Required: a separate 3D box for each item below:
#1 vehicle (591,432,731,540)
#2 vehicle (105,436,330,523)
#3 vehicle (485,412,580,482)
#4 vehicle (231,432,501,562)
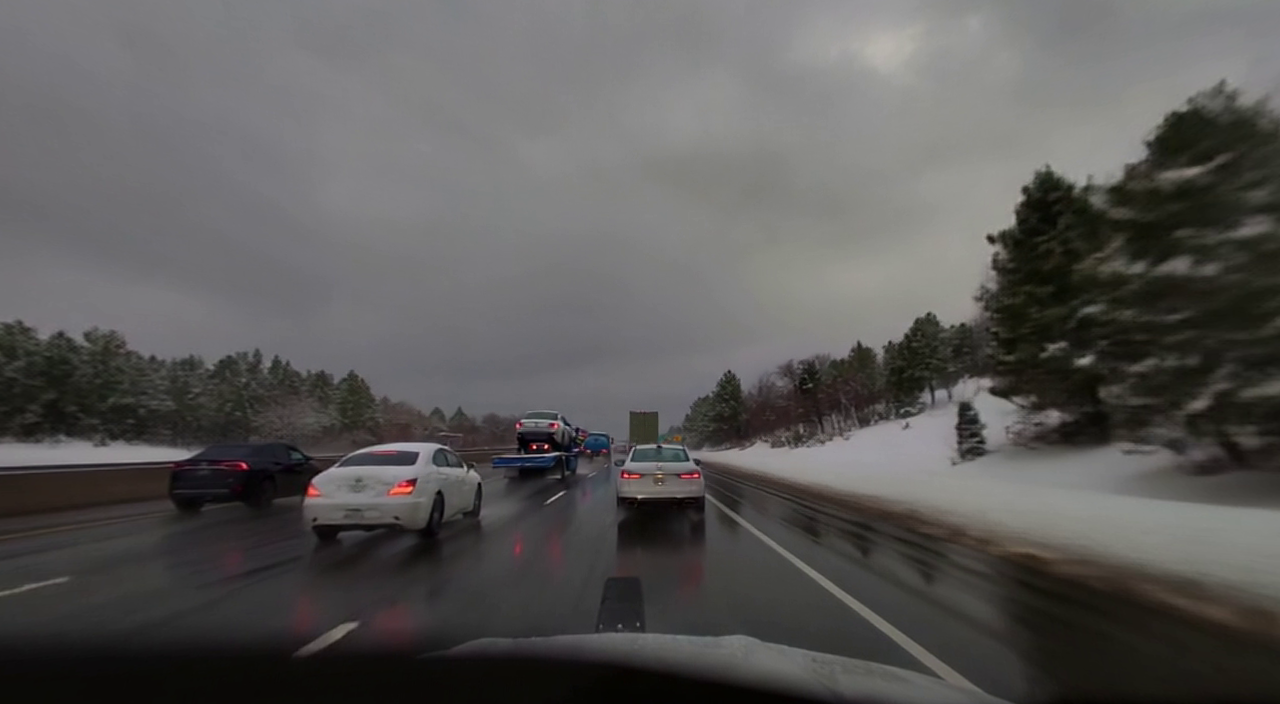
[{"bbox_3d":[0.318,2.171,10.734,1.991,1.507,3.391,0,-9,1],"label":"vehicle"},{"bbox_3d":[-8.403,2.543,13.100,1.888,1.507,3.949,0,-9,0],"label":"vehicle"},{"bbox_3d":[-2.675,2.495,16.616,2.031,1.594,4.103,0,-9,-4],"label":"vehicle"},{"bbox_3d":[-3.656,2.015,9.557,1.947,1.470,4.526,0,-9,2],"label":"vehicle"}]
